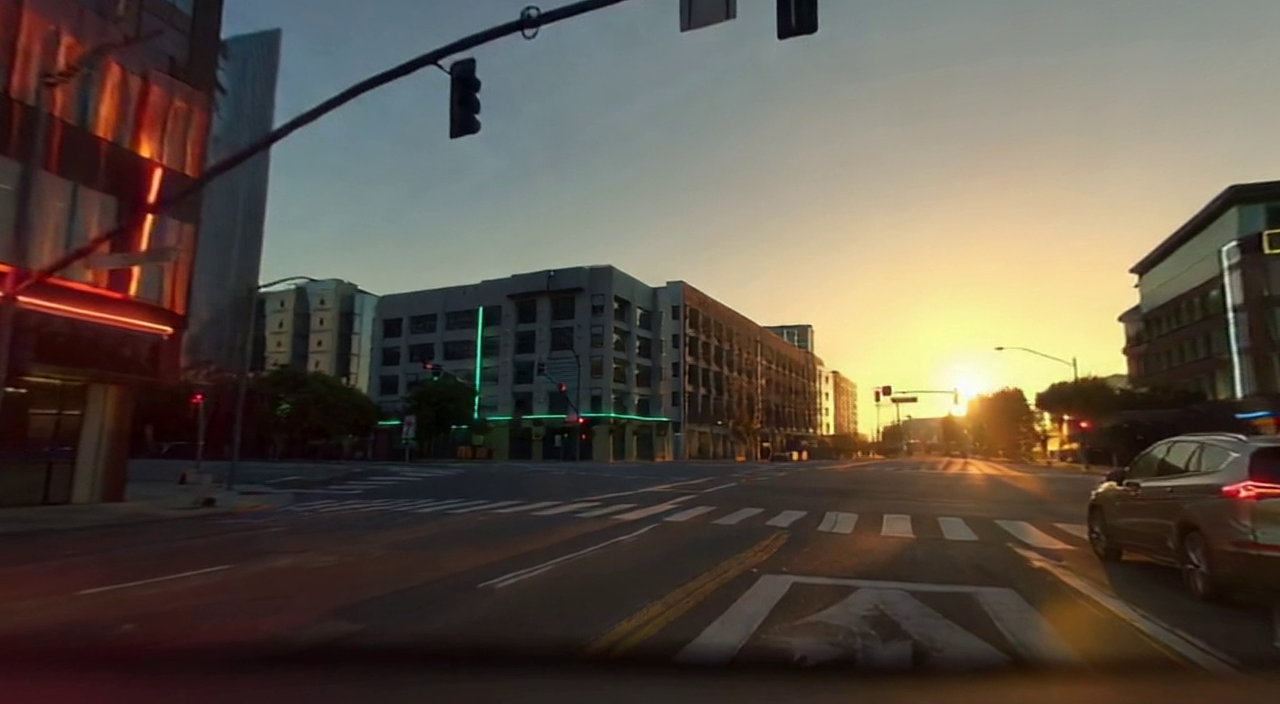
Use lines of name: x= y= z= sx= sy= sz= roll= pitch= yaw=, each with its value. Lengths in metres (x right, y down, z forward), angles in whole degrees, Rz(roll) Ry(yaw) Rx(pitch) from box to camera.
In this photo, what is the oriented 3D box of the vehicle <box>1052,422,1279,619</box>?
vehicle: x=6.413 y=1.676 z=7.081 sx=2.067 sy=1.625 sz=4.073 roll=-3 pitch=-9 yaw=21
